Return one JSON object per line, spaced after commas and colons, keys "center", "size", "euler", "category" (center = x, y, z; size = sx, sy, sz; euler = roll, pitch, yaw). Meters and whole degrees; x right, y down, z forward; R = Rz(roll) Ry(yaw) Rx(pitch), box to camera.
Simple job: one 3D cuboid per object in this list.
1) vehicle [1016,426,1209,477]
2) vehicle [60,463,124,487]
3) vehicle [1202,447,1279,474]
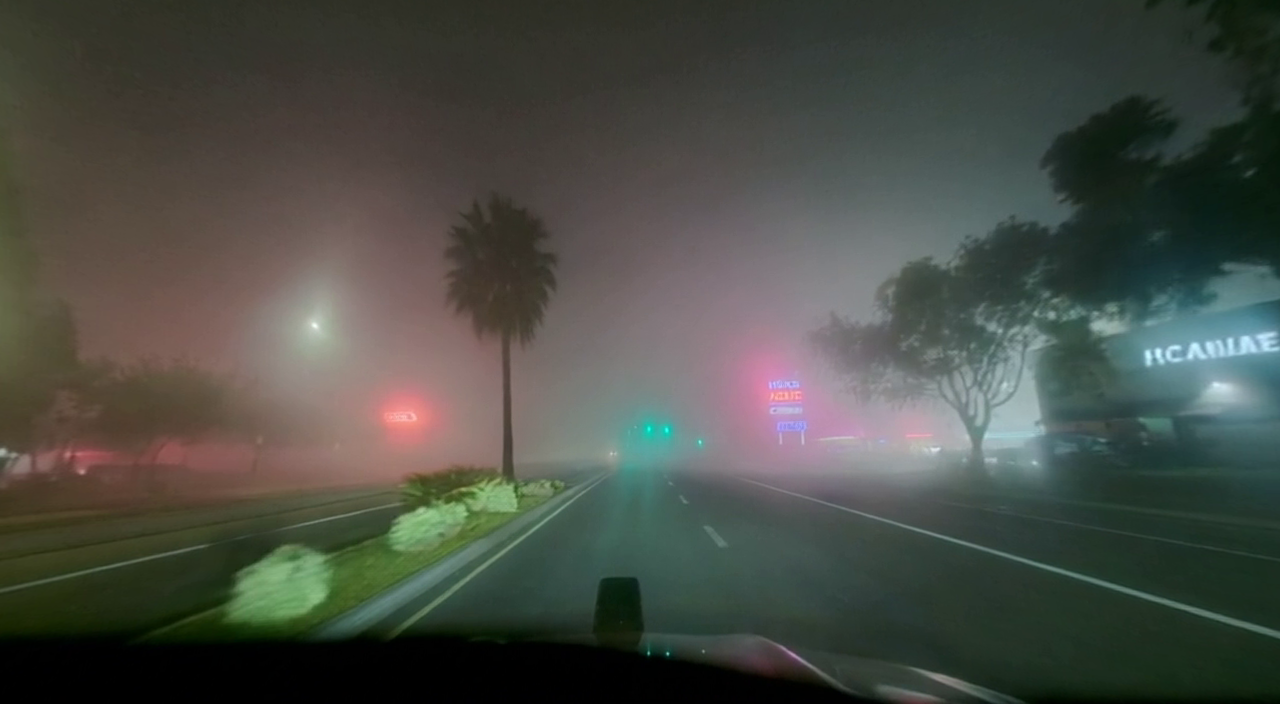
{"center": [21.427, 4.540, 28.958], "size": [6.489, 2.179, 2.882], "euler": [0, -9, -1], "category": "vehicle"}
{"center": [-42.154, 9.396, 48.578], "size": [4.464, 1.684, 2.128], "euler": [-5, -10, 28], "category": "vehicle"}
{"center": [39.550, 7.077, 41.404], "size": [1.919, 1.613, 3.862], "euler": [-2, -9, 5], "category": "vehicle"}
